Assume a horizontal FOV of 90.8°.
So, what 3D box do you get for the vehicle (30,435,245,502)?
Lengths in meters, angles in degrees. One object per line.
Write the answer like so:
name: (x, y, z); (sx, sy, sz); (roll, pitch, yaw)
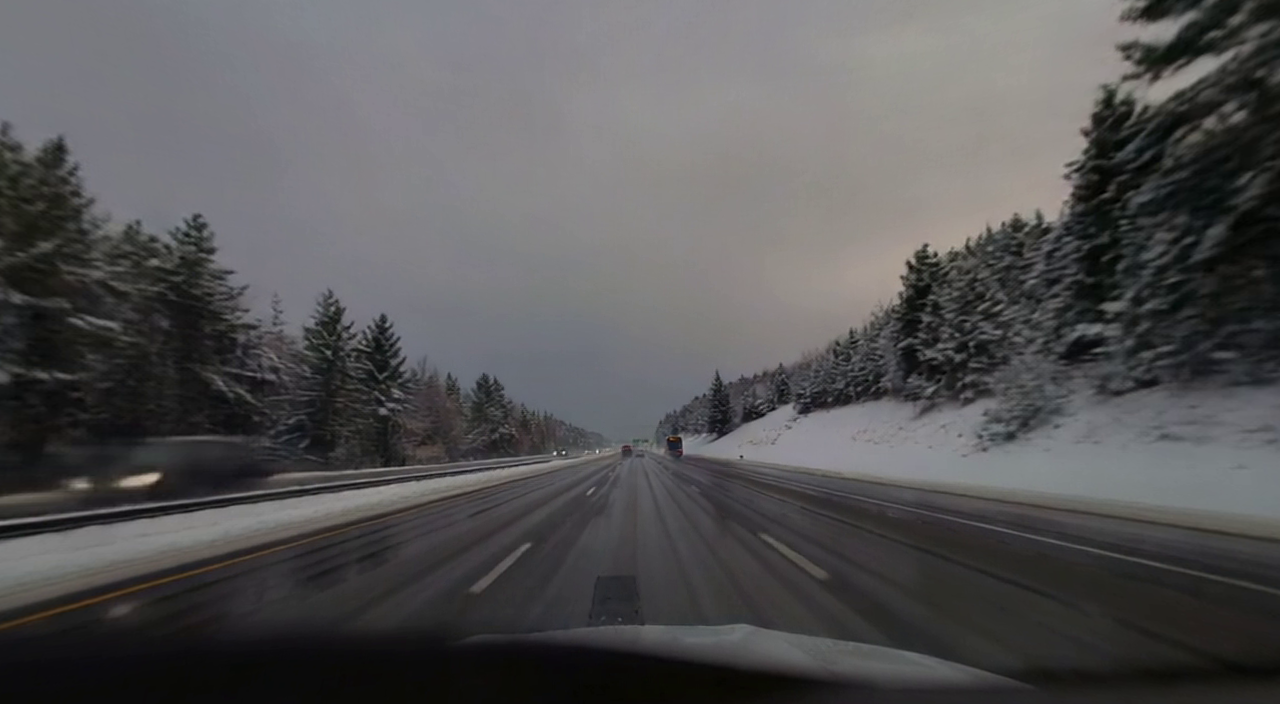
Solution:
vehicle: (-12.745, 2.973, 16.481); (2.020, 1.502, 4.338); (0, -9, 0)
